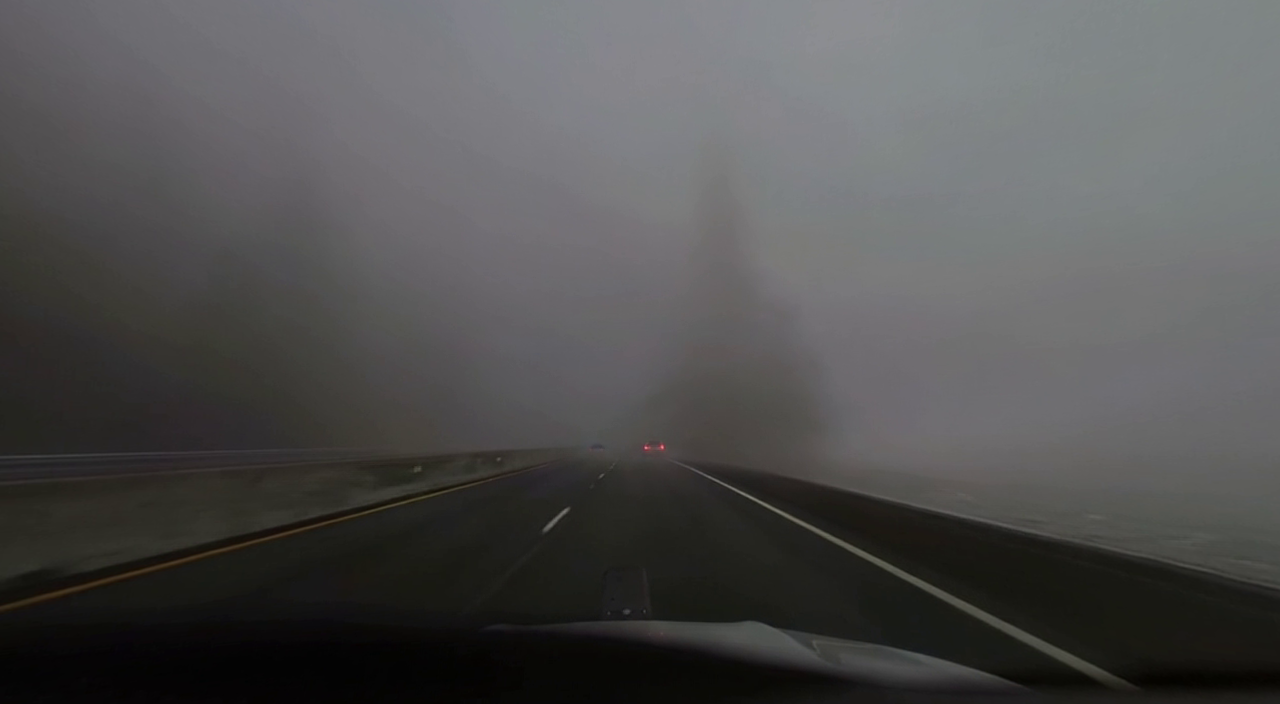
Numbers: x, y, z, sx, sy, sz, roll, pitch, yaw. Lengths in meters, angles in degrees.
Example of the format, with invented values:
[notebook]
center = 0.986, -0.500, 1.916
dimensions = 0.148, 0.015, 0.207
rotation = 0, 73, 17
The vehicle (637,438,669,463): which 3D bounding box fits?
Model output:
[vehicle]
center = 0.828, 6.531, 41.775
dimensions = 1.966, 1.542, 3.979
rotation = 0, -8, -1
